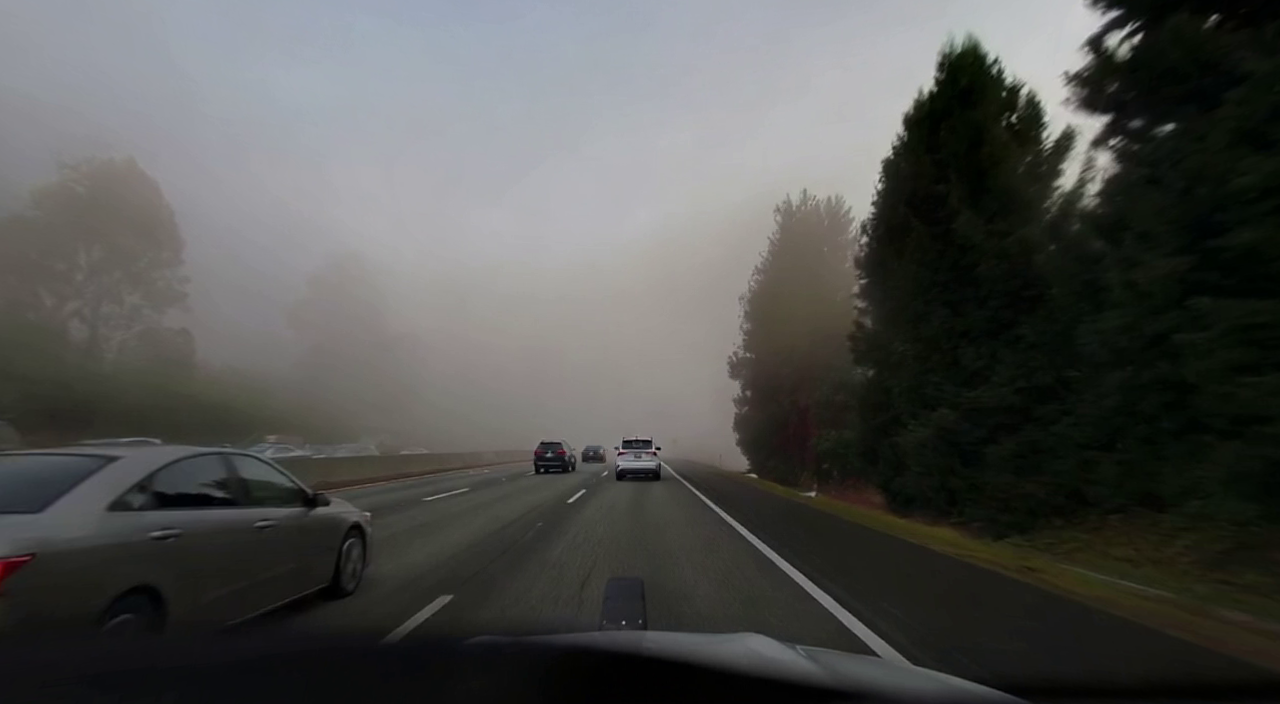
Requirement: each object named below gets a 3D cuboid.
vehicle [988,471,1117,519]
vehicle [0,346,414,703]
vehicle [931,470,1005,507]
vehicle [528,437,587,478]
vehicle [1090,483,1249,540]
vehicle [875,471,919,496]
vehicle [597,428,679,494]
[{"bbox_3d":[17.847,6.213,27.705,2.393,1.795,4.877,-3,-11,2],"label":"vehicle"},{"bbox_3d":[-3.359,1.107,4.164,2.117,1.665,4.365,0,-8,0],"label":"vehicle"},{"bbox_3d":[18.541,7.682,35.863,1.965,1.761,4.363,0,-9,2],"label":"vehicle"},{"bbox_3d":[-3.783,4.929,29.735,2.104,1.754,4.515,0,-8,1],"label":"vehicle"},{"bbox_3d":[17.488,5.250,21.172,1.805,1.452,4.269,-1,-9,4],"label":"vehicle"},{"bbox_3d":[19.850,10.172,48.903,1.832,1.624,4.158,-1,-9,4],"label":"vehicle"},{"bbox_3d":[-0.086,3.386,19.944,2.319,1.813,4.274,0,-8,-1],"label":"vehicle"}]
